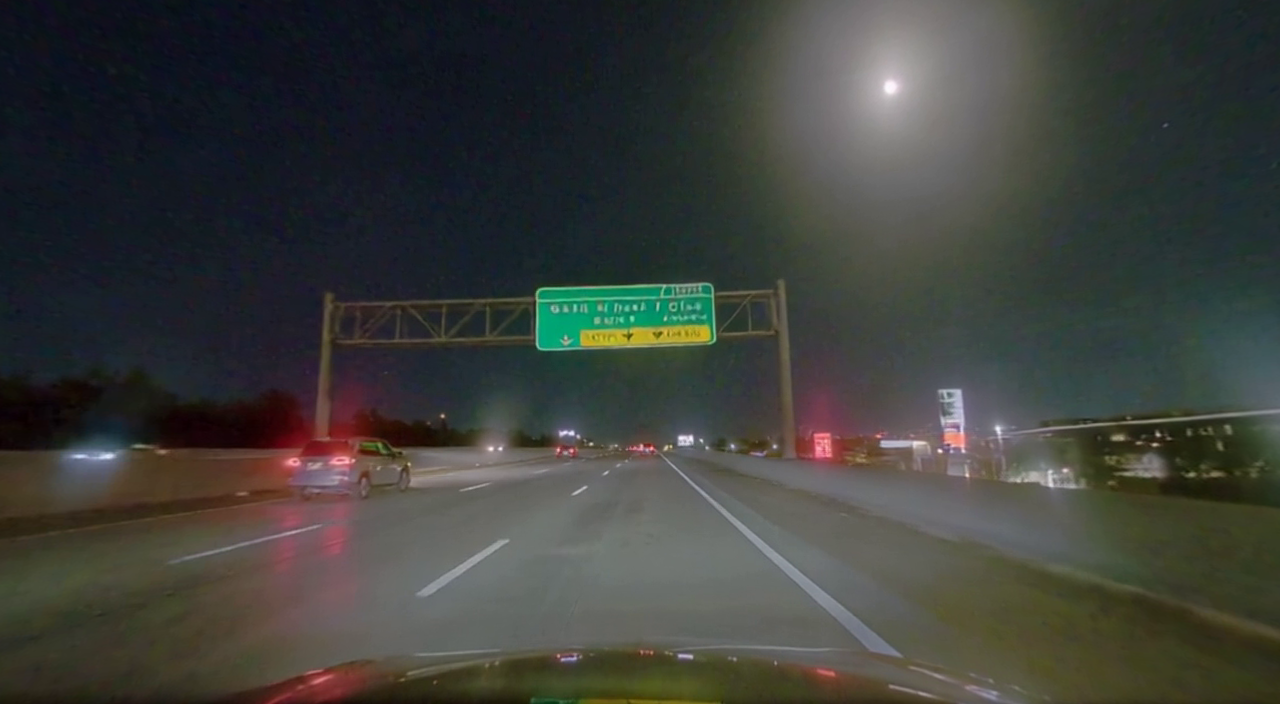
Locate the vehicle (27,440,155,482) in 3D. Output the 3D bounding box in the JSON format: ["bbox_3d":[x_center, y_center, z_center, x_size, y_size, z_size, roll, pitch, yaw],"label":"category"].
[{"bbox_3d":[-28.485,5.650,33.029,2.080,1.998,5.075,0,-8,0],"label":"vehicle"}]

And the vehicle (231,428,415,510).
[{"bbox_3d":[-7.322,2.744,15.243,2.088,1.678,4.426,0,-8,1],"label":"vehicle"}]
